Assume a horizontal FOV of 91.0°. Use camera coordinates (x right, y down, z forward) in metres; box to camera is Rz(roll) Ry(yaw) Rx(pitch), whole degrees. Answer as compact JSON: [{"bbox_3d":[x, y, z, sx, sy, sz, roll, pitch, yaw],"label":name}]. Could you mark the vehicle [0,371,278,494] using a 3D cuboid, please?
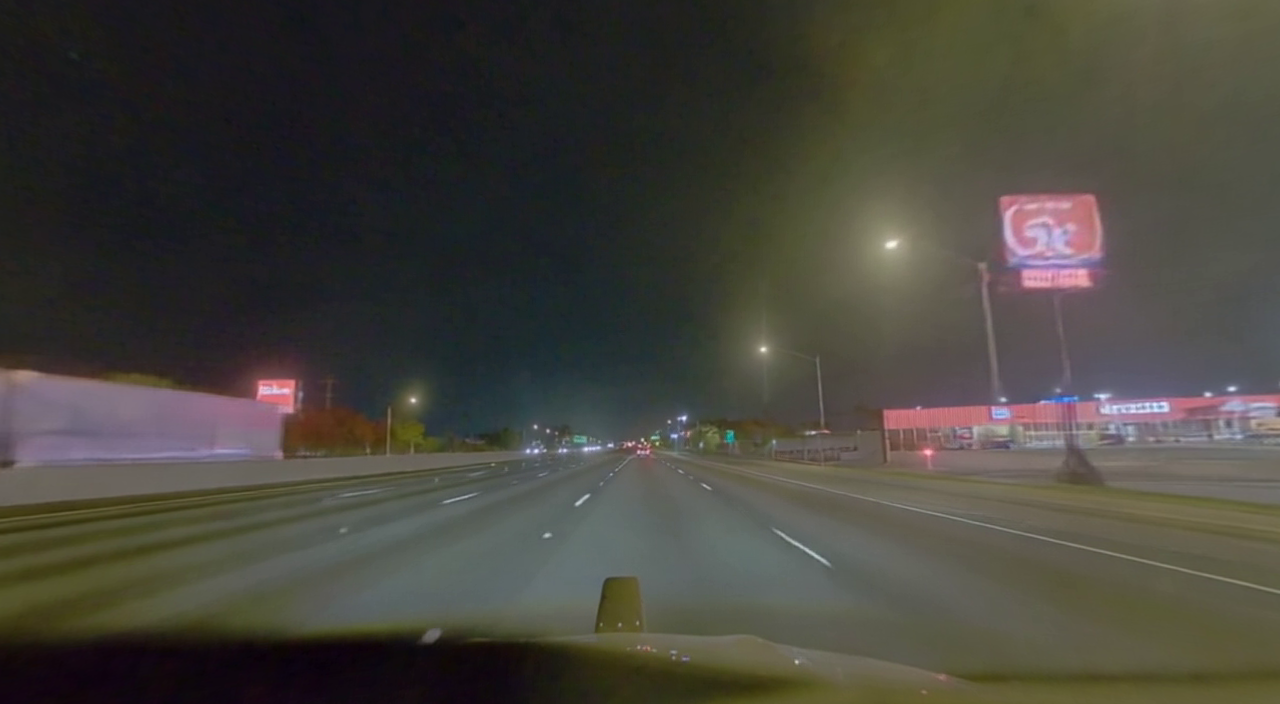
[{"bbox_3d":[-22.421,3.768,27.895,2.909,4.019,16.387,0,-9,1],"label":"vehicle"}]
